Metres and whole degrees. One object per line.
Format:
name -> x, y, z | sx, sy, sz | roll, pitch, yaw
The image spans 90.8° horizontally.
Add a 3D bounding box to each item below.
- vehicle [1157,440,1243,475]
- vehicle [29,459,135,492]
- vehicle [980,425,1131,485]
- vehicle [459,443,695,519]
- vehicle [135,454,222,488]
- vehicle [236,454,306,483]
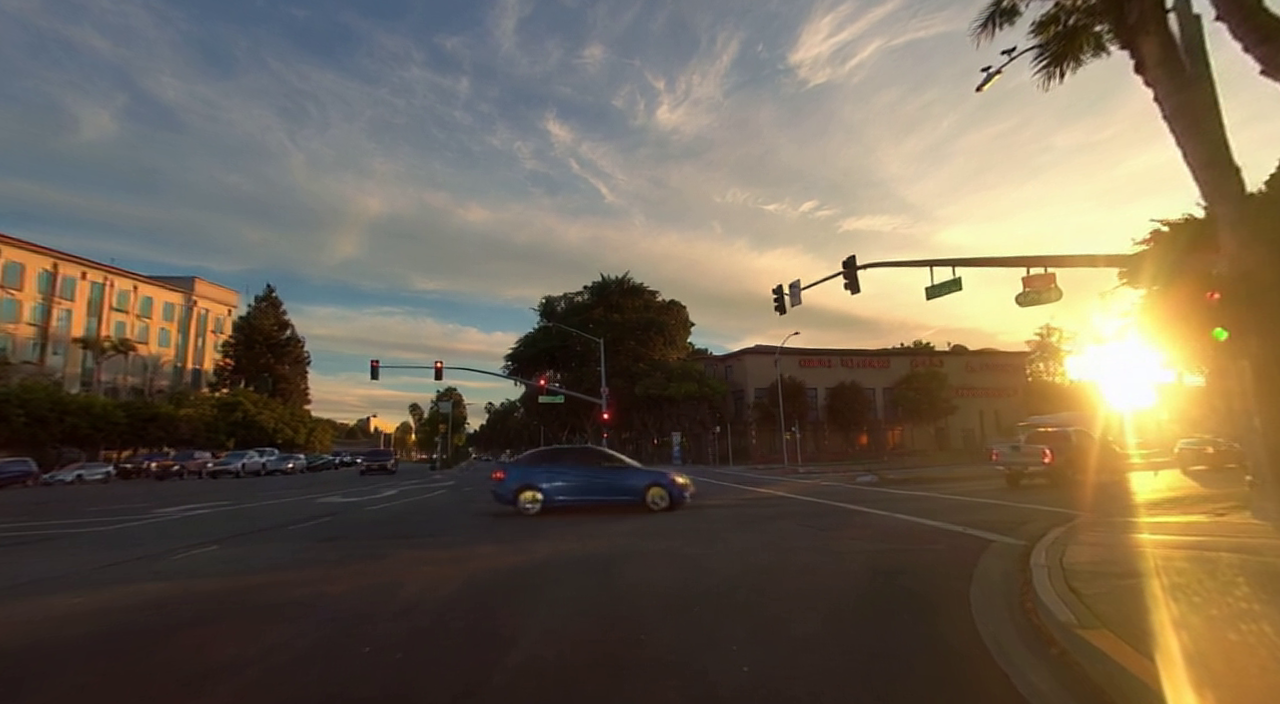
vehicle -> 26.135, 4.883, 29.446 | 4.728, 1.471, 1.957 | 6, -11, -37
vehicle -> -29.049, 6.415, 33.137 | 1.965, 1.448, 4.553 | 1, -9, -10
vehicle -> 15.316, 3.742, 23.175 | 5.896, 1.937, 2.358 | 5, -10, -33
vehicle -> -1.282, 2.732, 13.713 | 4.702, 1.468, 1.999 | 0, -9, -3
vehicle -> -25.651, 6.584, 35.343 | 2.081, 1.670, 4.376 | 1, -9, -9
vehicle -> -22.235, 7.008, 38.306 | 2.020, 1.615, 4.656 | 1, -9, -9
